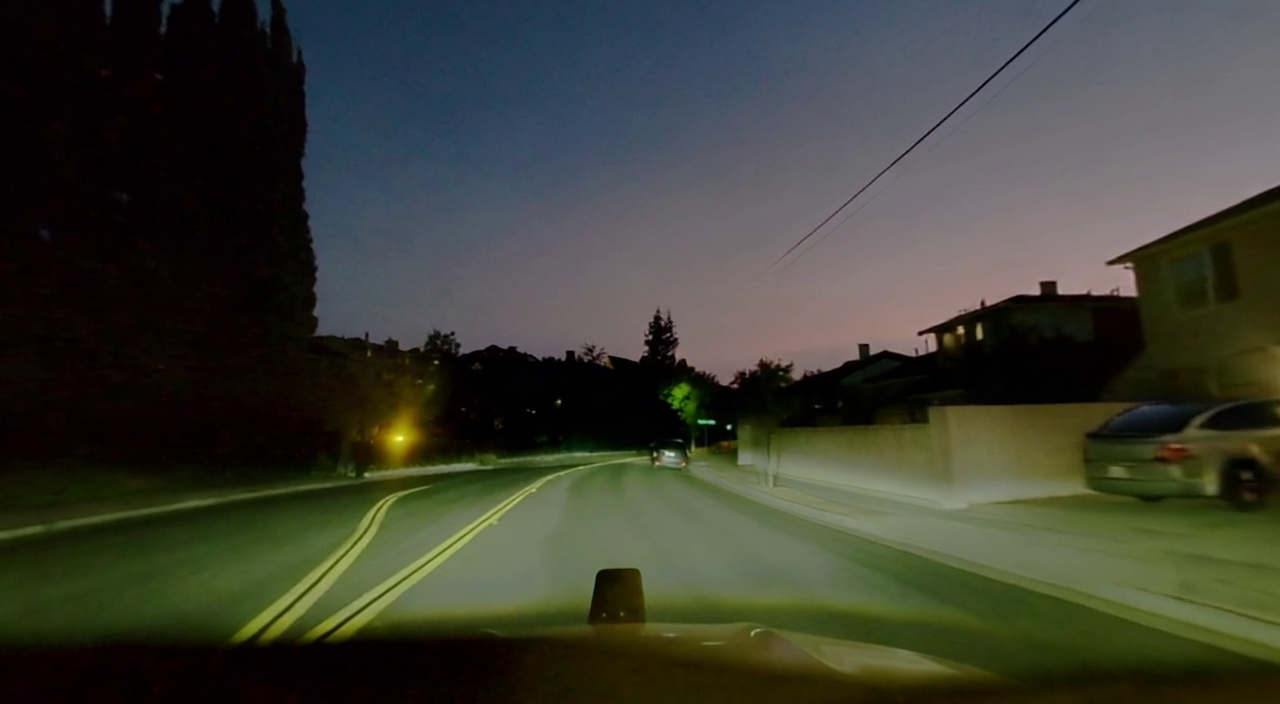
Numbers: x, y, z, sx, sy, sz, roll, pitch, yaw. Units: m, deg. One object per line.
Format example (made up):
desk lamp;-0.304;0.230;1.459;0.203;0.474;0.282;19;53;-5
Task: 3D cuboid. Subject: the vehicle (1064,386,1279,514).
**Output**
vehicle;8.349;1.298;8.452;4.047;1.486;1.858;1;-9;-4

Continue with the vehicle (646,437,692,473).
vehicle;1.307;4.922;30.458;1.984;1.601;3.994;0;-9;-1
